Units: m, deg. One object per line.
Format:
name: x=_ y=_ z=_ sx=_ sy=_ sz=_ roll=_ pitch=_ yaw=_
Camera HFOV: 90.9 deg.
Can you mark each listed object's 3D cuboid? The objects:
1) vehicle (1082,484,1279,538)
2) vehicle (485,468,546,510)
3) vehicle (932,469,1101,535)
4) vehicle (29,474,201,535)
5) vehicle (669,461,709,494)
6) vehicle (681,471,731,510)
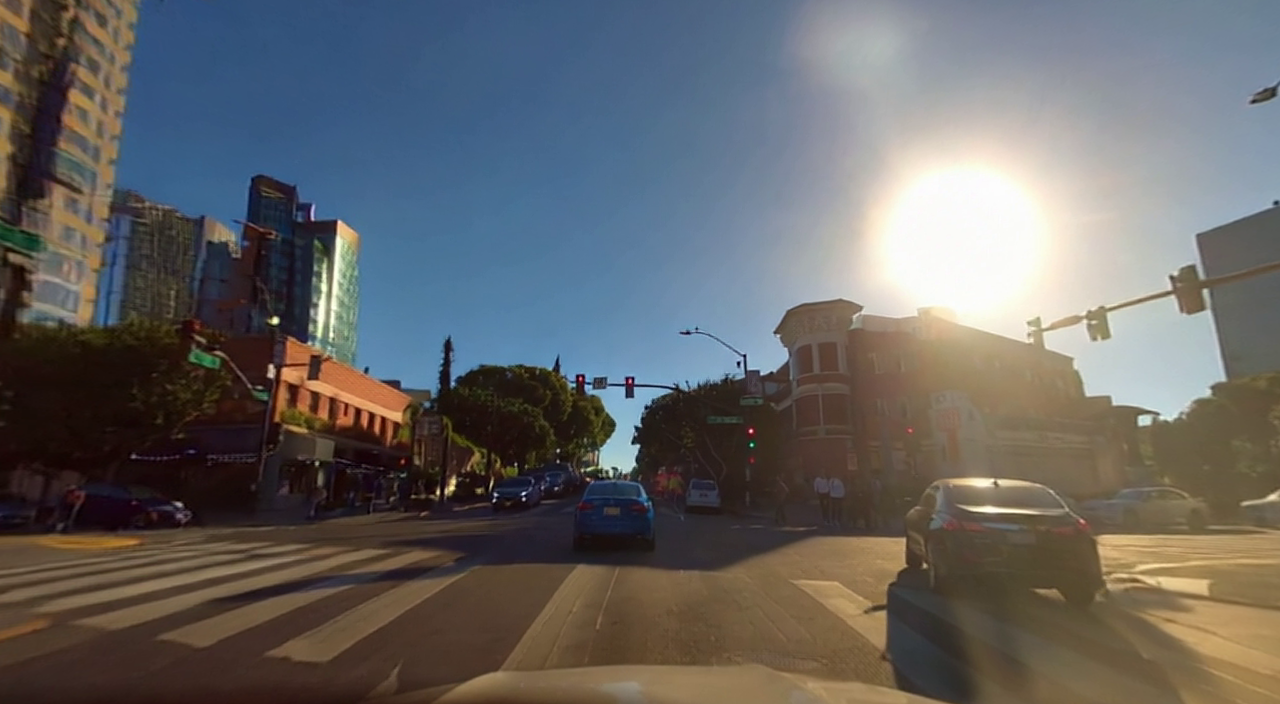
vehicle: x=20.497 y=6.022 z=24.090 sx=5.345 sy=1.747 sz=2.410 roll=0 pitch=-9 yaw=1
vehicle: x=-6.447 y=7.142 z=33.242 sx=2.226 sy=1.896 sz=4.438 roll=0 pitch=-9 yaw=1
vehicle: x=14.378 y=5.708 z=24.354 sx=4.974 sy=2.266 sz=2.324 roll=0 pitch=-9 yaw=-2
vehicle: x=-19.814 y=5.731 z=23.938 sx=4.750 sy=2.083 sz=2.002 roll=-1 pitch=-9 yaw=3
vehicle: x=3.238 y=8.373 z=42.367 sx=2.365 sy=1.994 sz=4.259 roll=0 pitch=-9 yaw=0
vehicle: x=3.379 y=7.210 z=33.082 sx=1.908 sy=1.741 sz=4.066 roll=0 pitch=-9 yaw=-4
